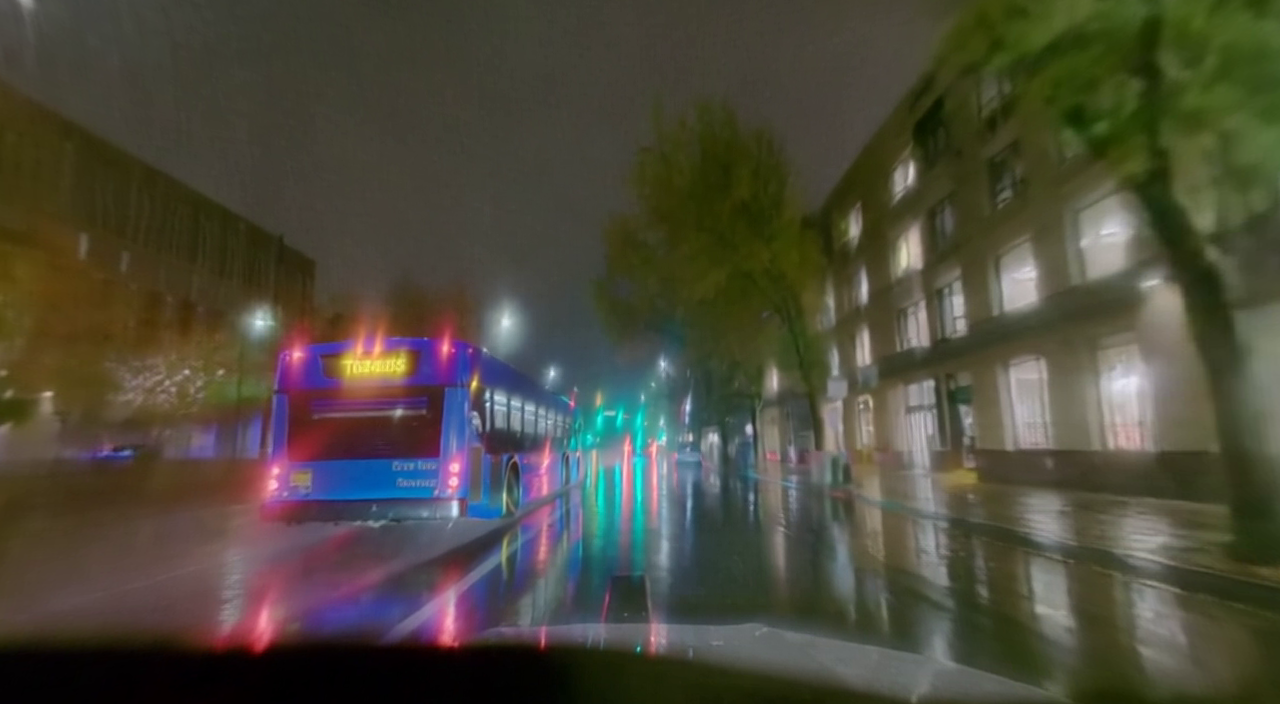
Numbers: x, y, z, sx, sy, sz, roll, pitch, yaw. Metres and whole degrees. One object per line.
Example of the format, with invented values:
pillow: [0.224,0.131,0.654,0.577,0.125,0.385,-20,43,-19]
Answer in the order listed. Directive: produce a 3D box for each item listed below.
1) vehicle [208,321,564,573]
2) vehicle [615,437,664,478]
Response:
vehicle: [-3.435,1.613,11.622,2.920,2.884,8.588,1,-7,0]
vehicle: [0.004,4.868,29.369,2.120,1.727,3.917,0,-8,1]
